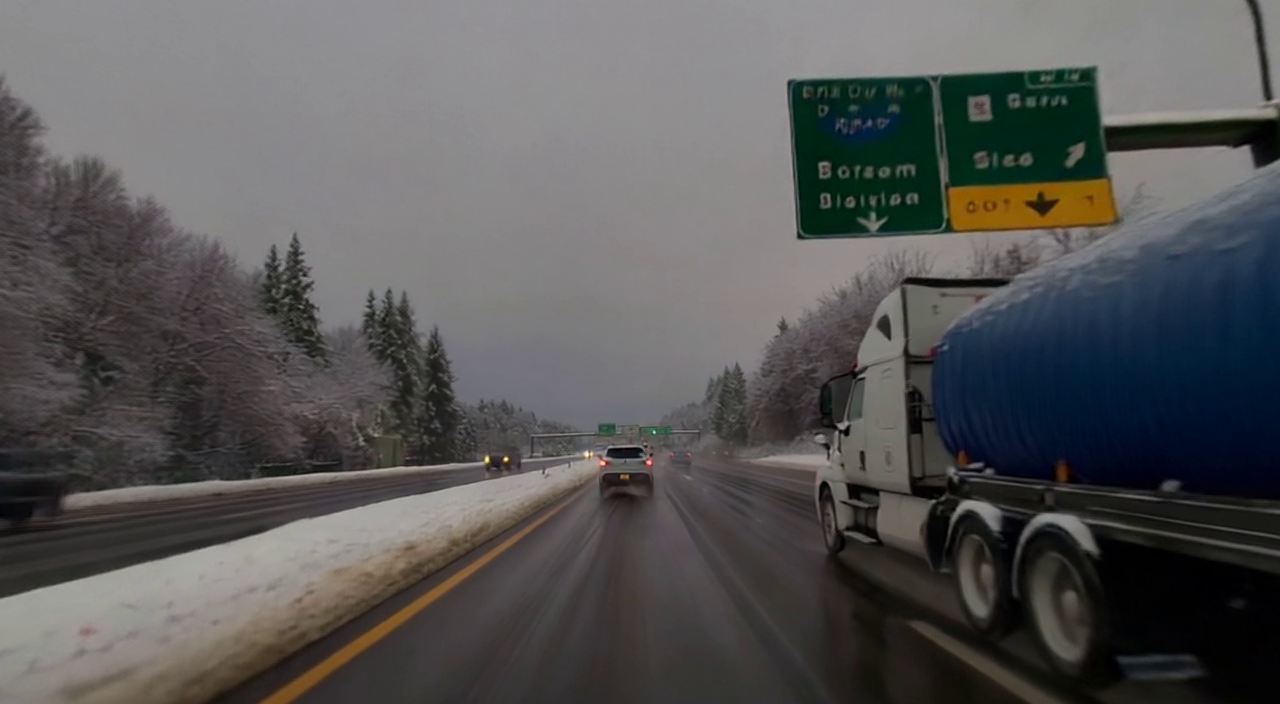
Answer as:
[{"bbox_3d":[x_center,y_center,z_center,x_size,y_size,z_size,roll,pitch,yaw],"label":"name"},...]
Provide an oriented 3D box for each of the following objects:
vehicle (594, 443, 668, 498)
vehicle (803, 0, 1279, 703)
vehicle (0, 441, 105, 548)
[{"bbox_3d":[-0.242,3.525,19.101,2.003,1.490,3.636,0,-9,0],"label":"vehicle"},{"bbox_3d":[3.865,0.205,5.755,3.001,3.728,5.947,0,-9,-1],"label":"vehicle"},{"bbox_3d":[-12.037,2.422,10.637,2.063,1.828,4.416,0,-9,1],"label":"vehicle"}]
